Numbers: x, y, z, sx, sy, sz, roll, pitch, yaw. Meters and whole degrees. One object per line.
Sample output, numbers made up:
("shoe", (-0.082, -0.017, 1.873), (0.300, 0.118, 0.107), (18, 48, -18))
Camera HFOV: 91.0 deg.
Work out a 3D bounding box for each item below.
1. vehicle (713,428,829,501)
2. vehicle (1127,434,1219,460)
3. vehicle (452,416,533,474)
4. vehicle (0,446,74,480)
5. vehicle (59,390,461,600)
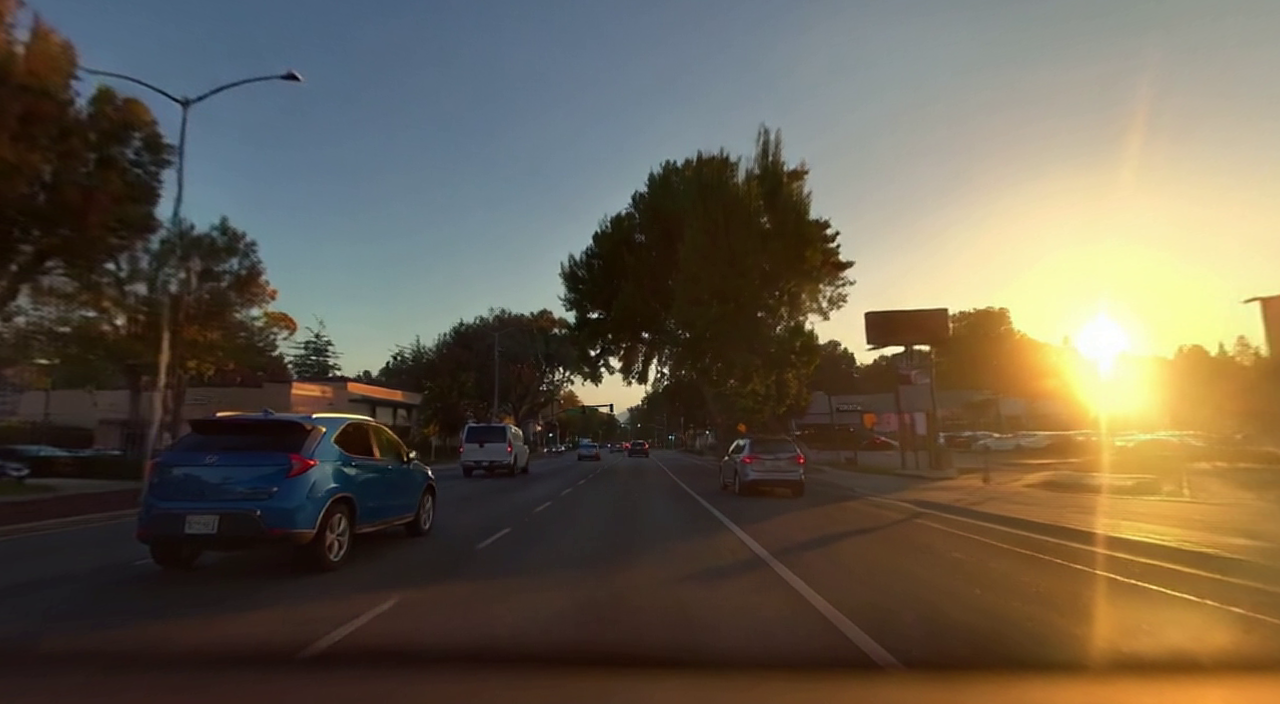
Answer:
("vehicle", (3.525, 3.157, 18.024), (2.167, 1.792, 4.835), (0, -9, -2))
("vehicle", (38.837, 6.946, 46.050), (2.009, 1.754, 4.928), (1, -9, -7))
("vehicle", (-7.138, 4.669, 31.476), (2.863, 2.592, 6.410), (1, -9, -4))
("vehicle", (-32.553, 5.729, 32.628), (4.452, 1.684, 1.978), (0, -9, 0))
("vehicle", (-3.797, 1.516, 7.483), (2.038, 1.748, 4.303), (0, -9, 0))
